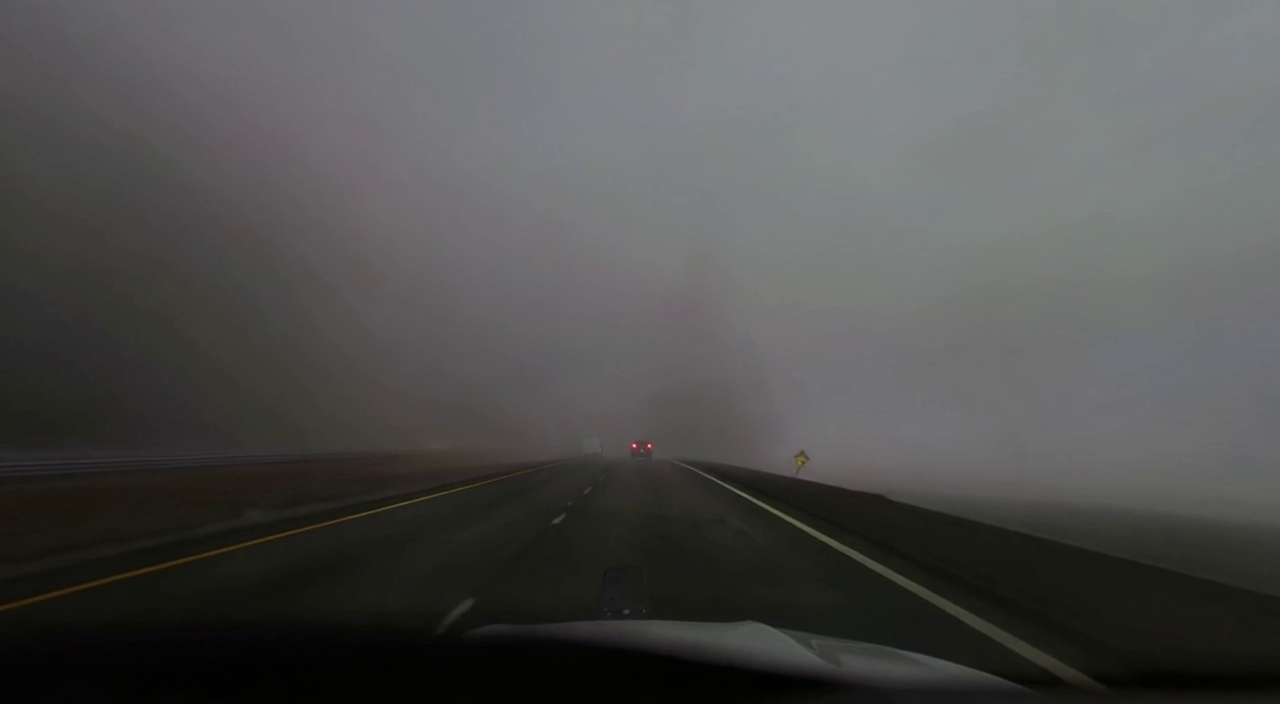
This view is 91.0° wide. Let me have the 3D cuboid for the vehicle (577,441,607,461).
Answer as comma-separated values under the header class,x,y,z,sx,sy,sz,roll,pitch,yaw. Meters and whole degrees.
class,x,y,z,sx,sy,sz,roll,pitch,yaw
vehicle,-3.641,7.602,48.448,2.057,1.514,3.845,0,-8,0
